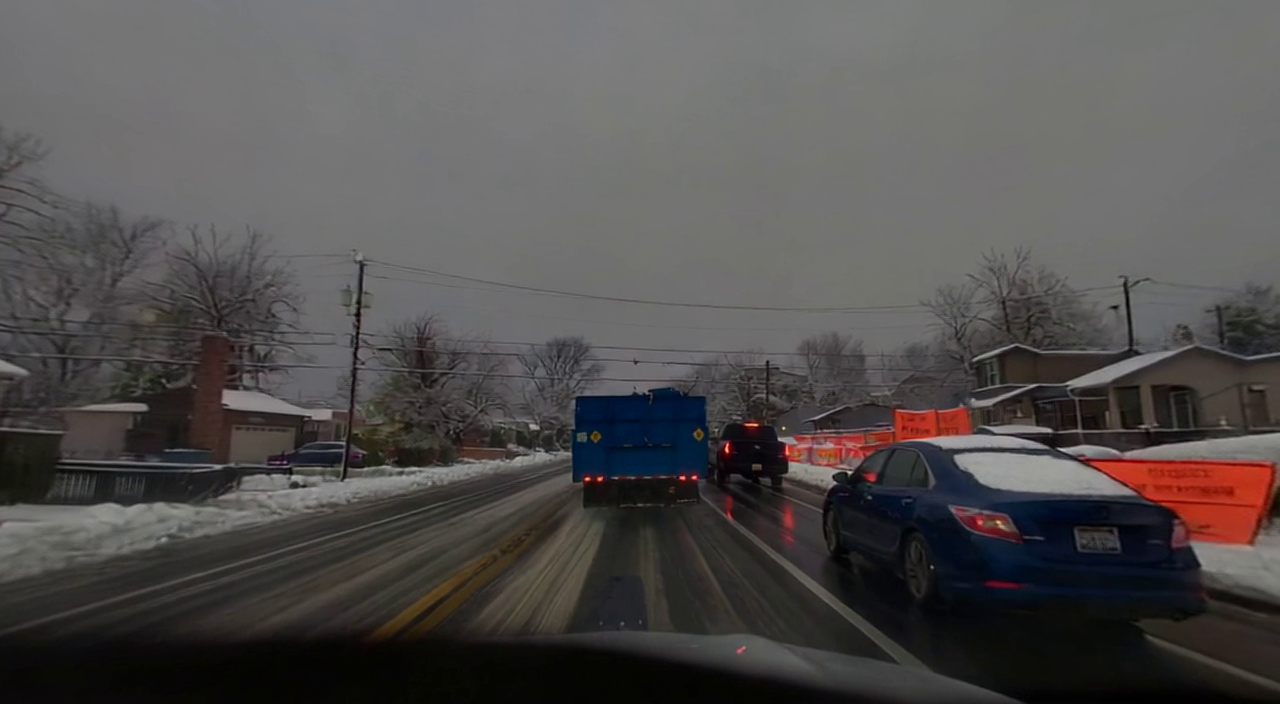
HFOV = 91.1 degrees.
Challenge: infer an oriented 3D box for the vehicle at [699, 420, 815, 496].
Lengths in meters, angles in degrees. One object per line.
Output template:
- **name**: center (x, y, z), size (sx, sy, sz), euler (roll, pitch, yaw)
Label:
- **vehicle**: center (3.346, 3.203, 19.392), size (2.486, 1.993, 5.667), euler (0, -8, 0)

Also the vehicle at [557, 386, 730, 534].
- **vehicle**: center (0.096, 2.193, 13.289), size (2.751, 2.361, 6.347), euler (0, -8, 1)

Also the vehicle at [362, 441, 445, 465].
- **vehicle**: center (-14.982, 6.429, 39.983), size (4.490, 1.500, 1.875), euler (0, -8, -2)

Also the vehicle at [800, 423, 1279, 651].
- **vehicle**: center (3.242, 1.565, 6.479), size (2.010, 1.499, 4.481), euler (0, -8, 0)

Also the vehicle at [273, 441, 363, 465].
- **vehicle**: center (-20.291, 6.387, 39.692), size (4.706, 1.468, 1.817), euler (-1, -8, 3)
